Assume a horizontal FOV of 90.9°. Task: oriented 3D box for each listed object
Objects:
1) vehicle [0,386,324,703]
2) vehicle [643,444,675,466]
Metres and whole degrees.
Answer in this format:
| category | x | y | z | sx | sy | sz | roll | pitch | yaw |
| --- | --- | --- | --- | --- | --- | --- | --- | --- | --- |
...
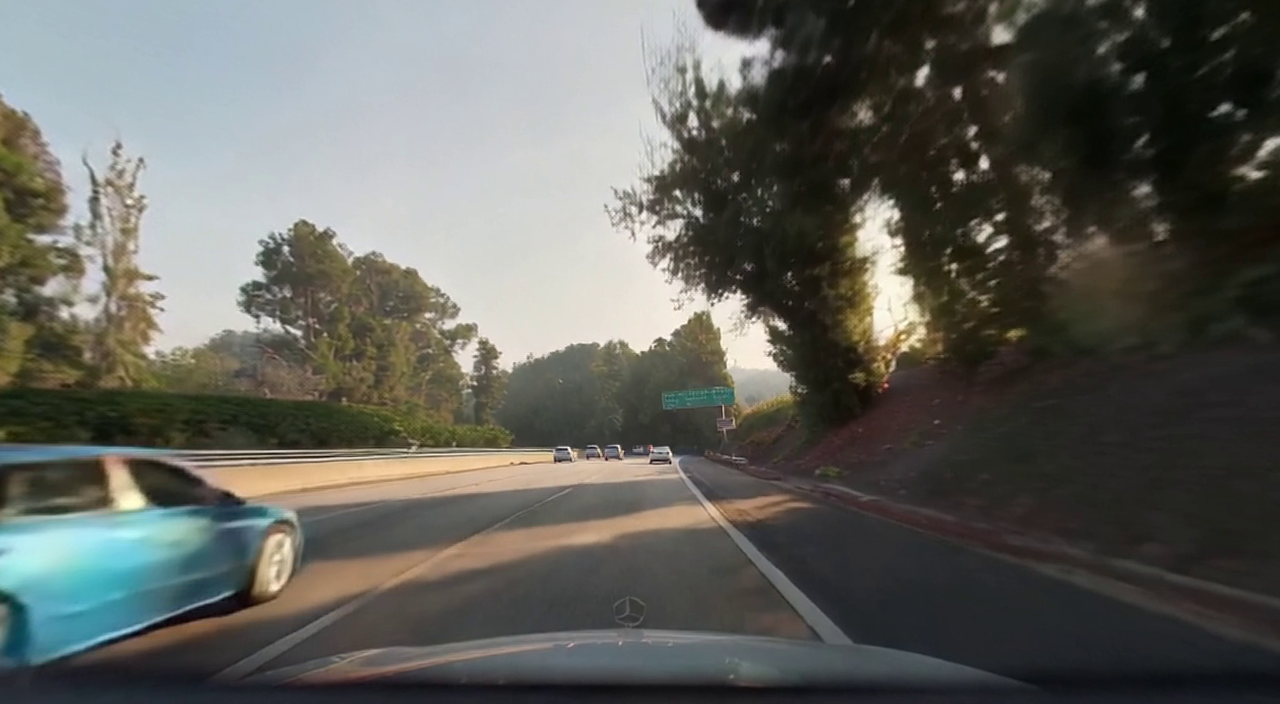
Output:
| category | x | y | z | sx | sy | sz | roll | pitch | yaw |
| --- | --- | --- | --- | --- | --- | --- | --- | --- | --- |
| vehicle | -3.466 | 0.927 | 2.565 | 2.024 | 1.531 | 4.431 | 0 | -8 | 0 |
| vehicle | 1.375 | 7.195 | 44.305 | 2.113 | 1.464 | 4.073 | 0 | -8 | 3 |
